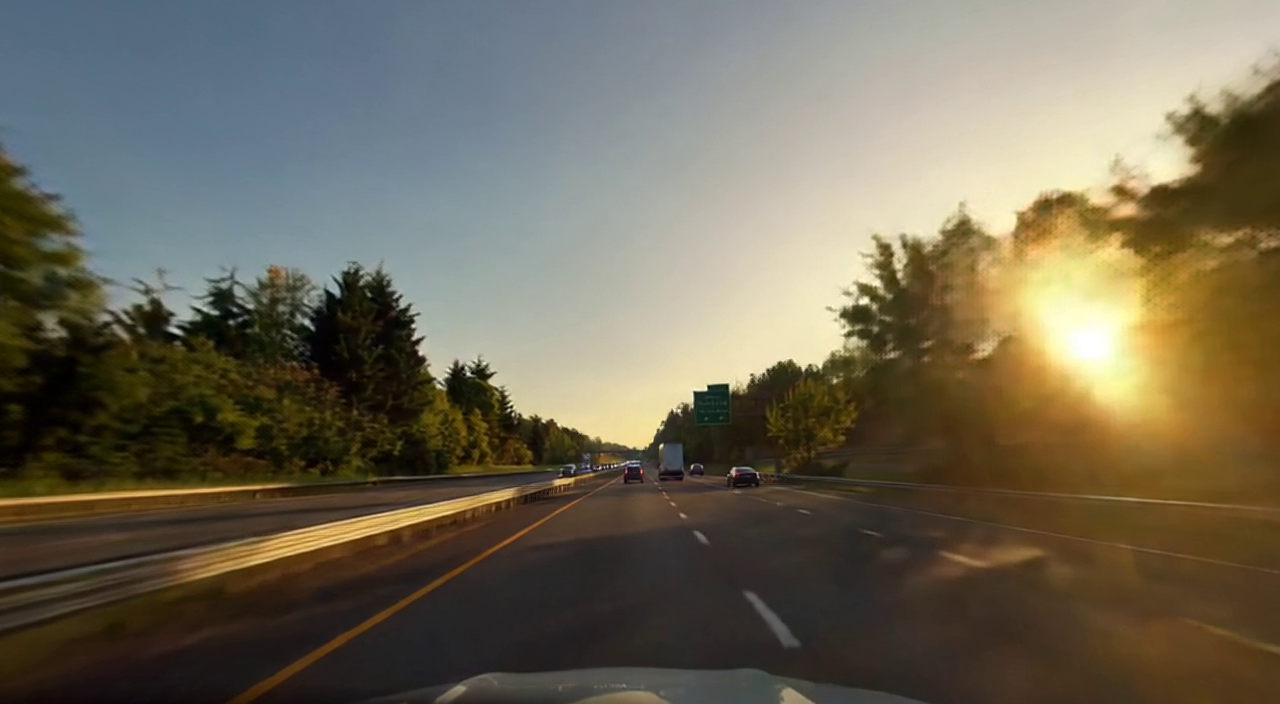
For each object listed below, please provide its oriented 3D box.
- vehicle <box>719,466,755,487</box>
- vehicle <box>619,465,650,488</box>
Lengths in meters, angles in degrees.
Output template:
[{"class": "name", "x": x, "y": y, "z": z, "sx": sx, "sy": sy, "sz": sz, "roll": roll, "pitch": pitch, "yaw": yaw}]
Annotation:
[{"class": "vehicle", "x": 7.391, "y": 9.495, "z": 48.254, "sx": 1.977, "sy": 1.494, "sz": 4.311, "roll": 1, "pitch": -10, "yaw": -2}, {"class": "vehicle", "x": -0.385, "y": 8.602, "z": 43.740, "sx": 2.025, "sy": 1.452, "sz": 3.927, "roll": 1, "pitch": -10, "yaw": -1}]
